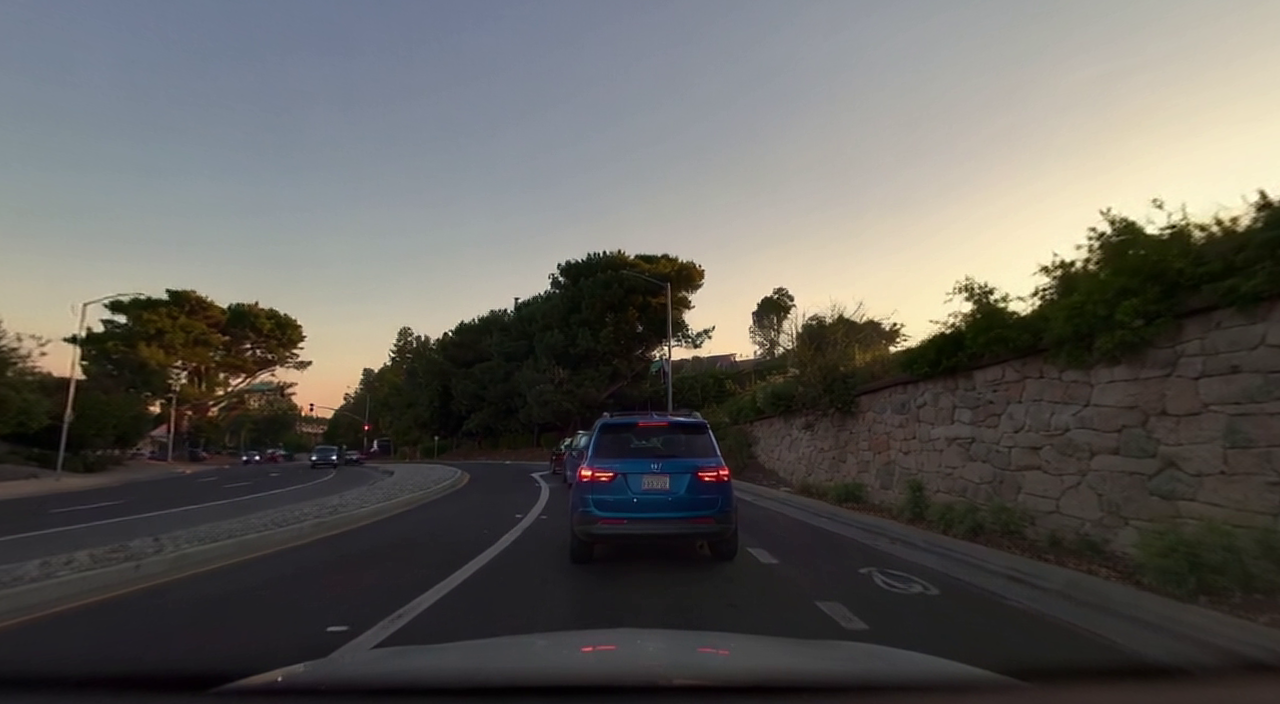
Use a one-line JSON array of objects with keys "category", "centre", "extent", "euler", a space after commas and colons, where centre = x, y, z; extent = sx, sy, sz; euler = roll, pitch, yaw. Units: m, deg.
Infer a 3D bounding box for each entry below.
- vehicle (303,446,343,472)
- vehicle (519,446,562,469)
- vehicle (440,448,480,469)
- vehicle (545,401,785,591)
[{"category": "vehicle", "centre": [-22.383, 7.509, 44.568], "extent": [2.317, 1.695, 4.538], "euler": [4, -9, -27]}, {"category": "vehicle", "centre": [-6.957, 7.253, 43.878], "extent": [1.932, 1.488, 4.578], "euler": [3, -9, -21]}, {"category": "vehicle", "centre": [-13.421, 7.863, 46.948], "extent": [2.023, 1.474, 4.286], "euler": [4, -9, -26]}, {"category": "vehicle", "centre": [0.067, 1.669, 8.205], "extent": [2.287, 1.762, 4.269], "euler": [1, -8, -5]}]
